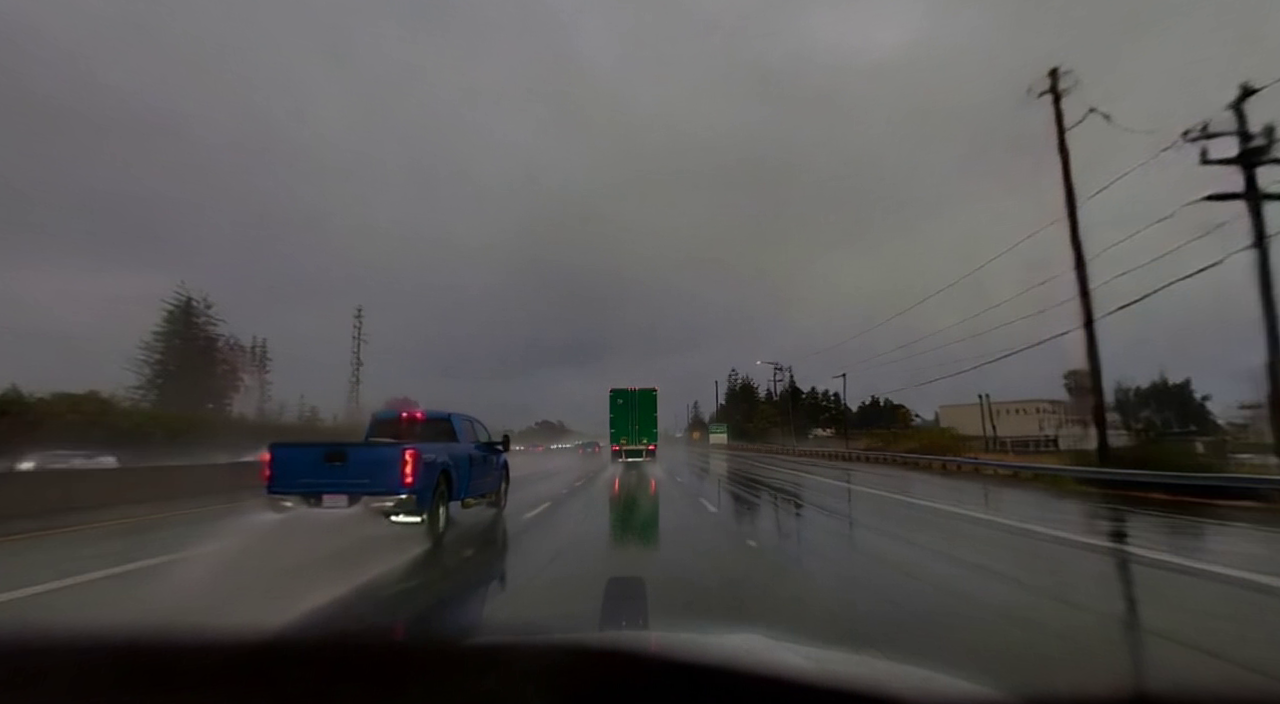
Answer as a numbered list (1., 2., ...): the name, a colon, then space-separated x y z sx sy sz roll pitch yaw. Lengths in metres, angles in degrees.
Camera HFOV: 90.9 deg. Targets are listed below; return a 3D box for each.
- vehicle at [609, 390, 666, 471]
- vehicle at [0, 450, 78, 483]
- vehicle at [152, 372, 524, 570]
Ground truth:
1. vehicle: -0.141 4.914 38.559 2.879 4.085 13.125 0 -8 0
2. vehicle: -33.652 6.154 34.081 1.841 1.605 5.098 0 -8 1
3. vehicle: -3.889 1.762 10.198 2.749 2.141 6.515 0 -8 0
